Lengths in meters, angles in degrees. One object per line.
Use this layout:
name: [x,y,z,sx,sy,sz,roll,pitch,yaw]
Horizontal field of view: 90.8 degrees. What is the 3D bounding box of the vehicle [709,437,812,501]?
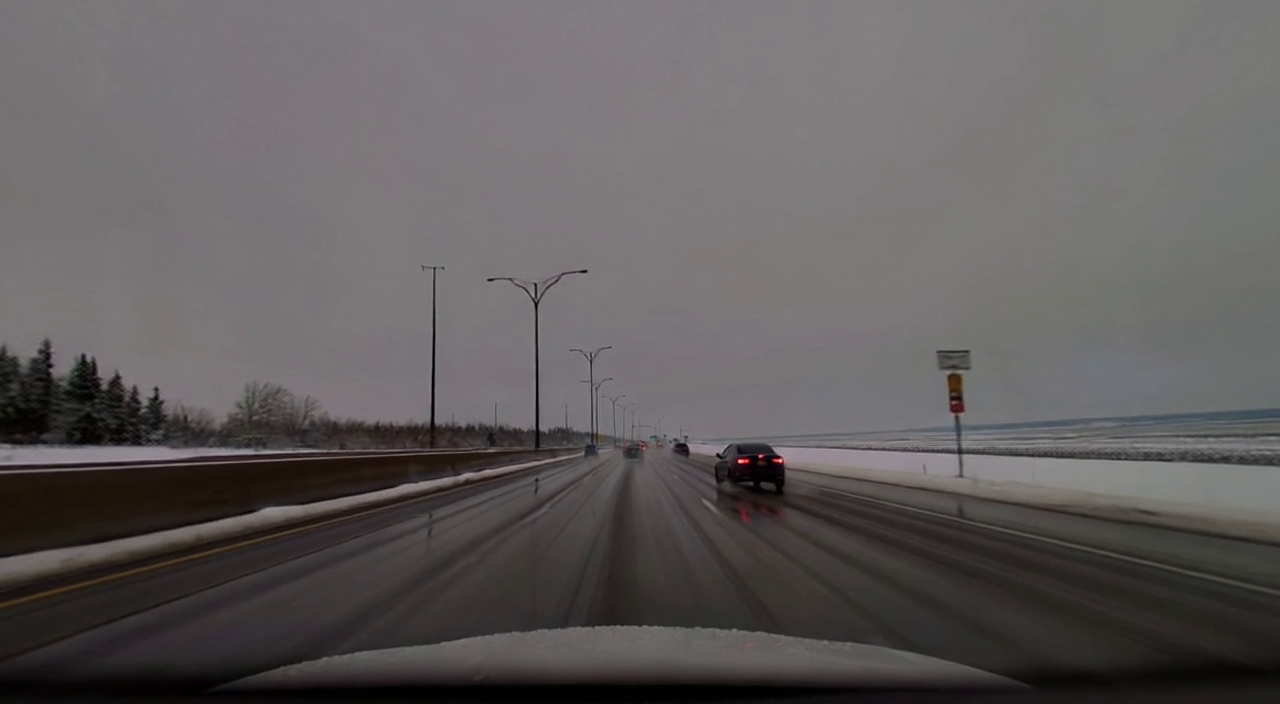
vehicle: [3.117,3.109,17.272,1.890,1.490,4.373,0,-8,-1]
